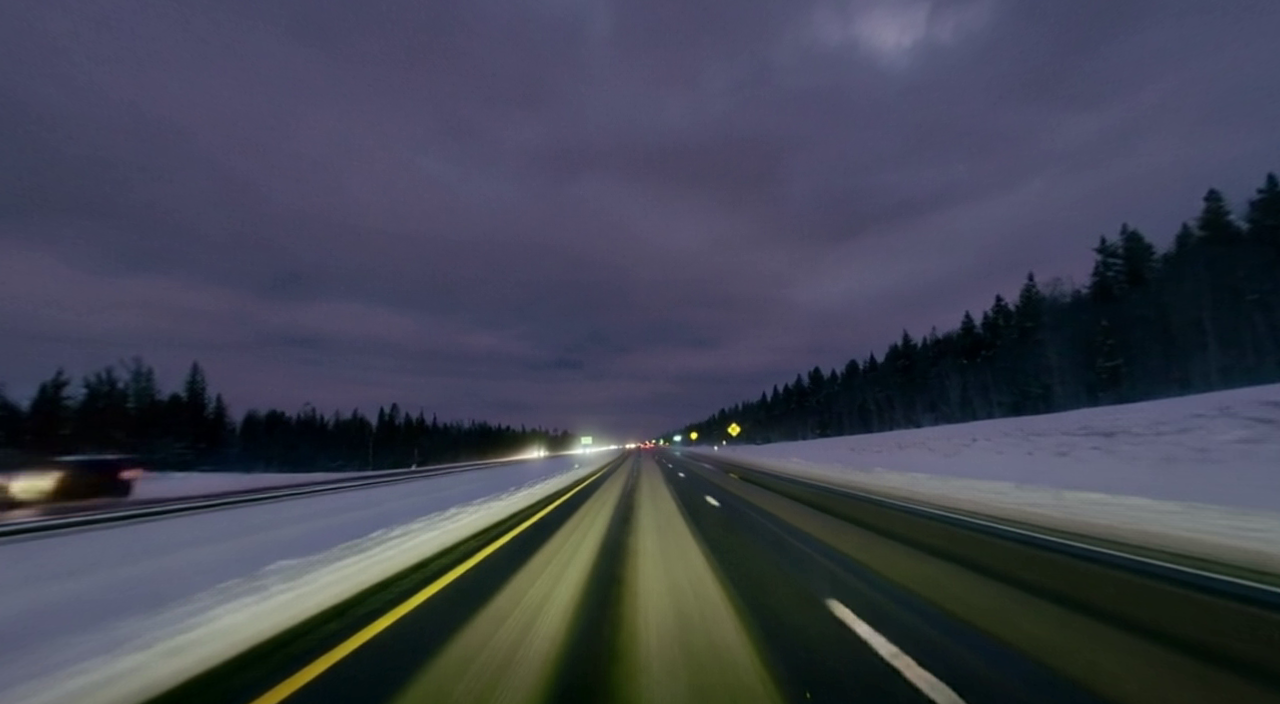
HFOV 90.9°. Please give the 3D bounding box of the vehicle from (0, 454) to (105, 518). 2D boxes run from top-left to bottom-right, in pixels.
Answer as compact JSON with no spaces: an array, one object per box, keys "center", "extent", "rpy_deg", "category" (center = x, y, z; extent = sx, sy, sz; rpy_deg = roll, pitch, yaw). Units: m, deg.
[{"center":[-32.616,6.859,32.561],"extent":[2.815,3.027,8.058],"rpy_deg":[0,-8,1],"category":"vehicle"}]
